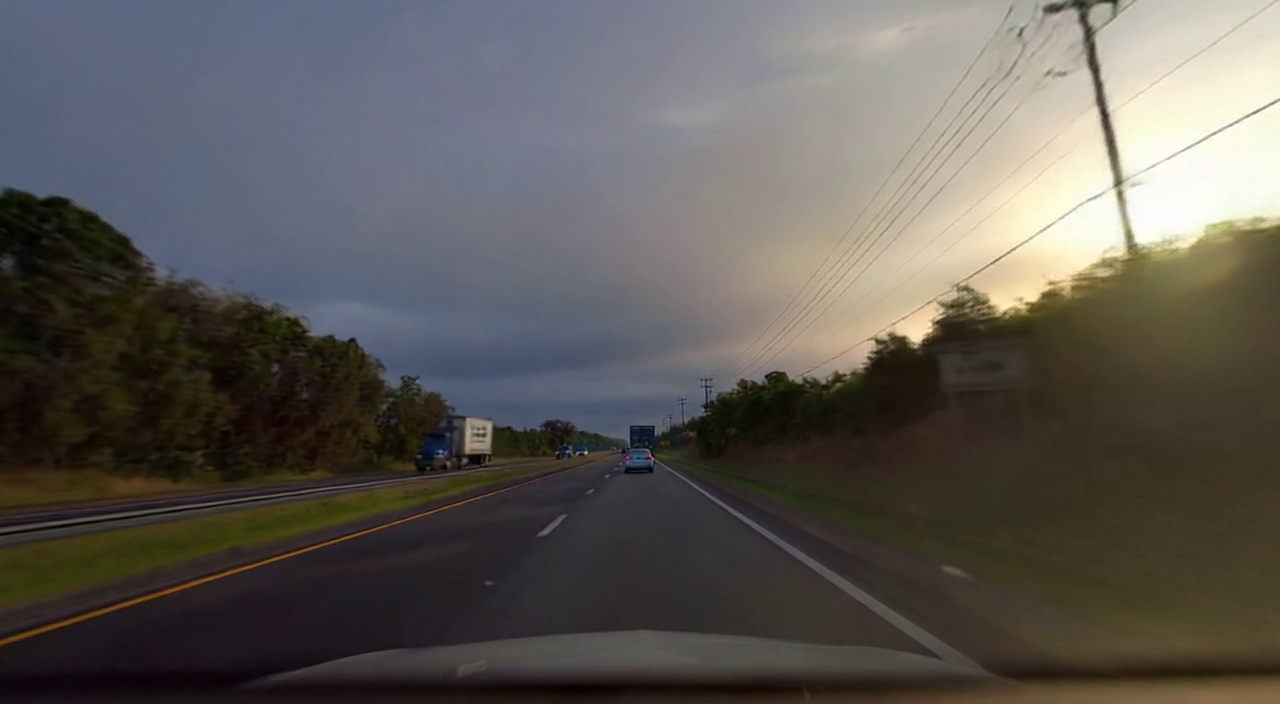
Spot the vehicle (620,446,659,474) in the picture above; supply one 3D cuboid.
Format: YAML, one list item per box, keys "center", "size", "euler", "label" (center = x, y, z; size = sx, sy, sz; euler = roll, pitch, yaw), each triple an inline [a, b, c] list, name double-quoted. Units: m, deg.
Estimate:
- center: [-0.066, 6.061, 35.462]
  size: [2.080, 1.486, 3.813]
  euler: [0, -9, -1]
  label: "vehicle"
